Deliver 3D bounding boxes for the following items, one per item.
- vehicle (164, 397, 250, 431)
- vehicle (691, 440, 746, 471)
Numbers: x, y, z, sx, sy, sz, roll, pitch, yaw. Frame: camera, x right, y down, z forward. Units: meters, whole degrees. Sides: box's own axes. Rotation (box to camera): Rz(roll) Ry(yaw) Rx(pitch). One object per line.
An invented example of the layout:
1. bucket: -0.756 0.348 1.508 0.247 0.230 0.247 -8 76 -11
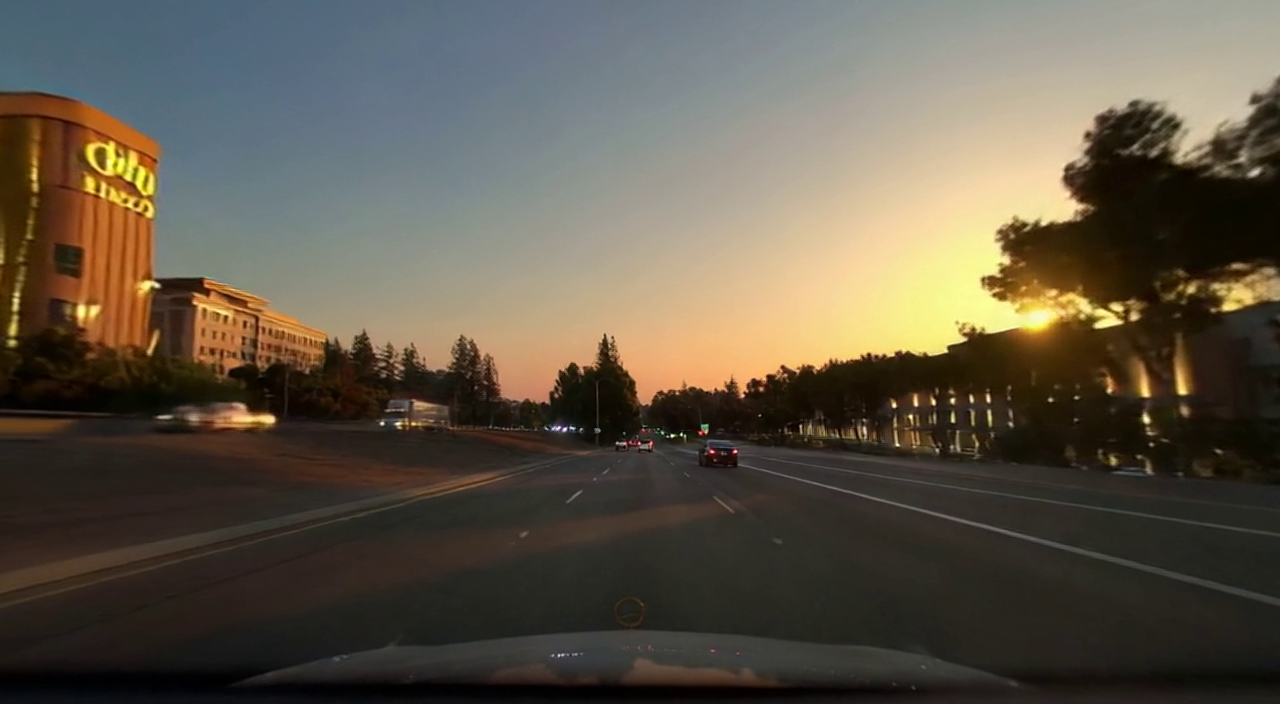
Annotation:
1. vehicle: -21.501 3.138 31.489 1.762 1.490 3.786 1 -9 -4
2. vehicle: 3.782 5.080 31.205 2.069 1.431 4.313 0 -8 -1
